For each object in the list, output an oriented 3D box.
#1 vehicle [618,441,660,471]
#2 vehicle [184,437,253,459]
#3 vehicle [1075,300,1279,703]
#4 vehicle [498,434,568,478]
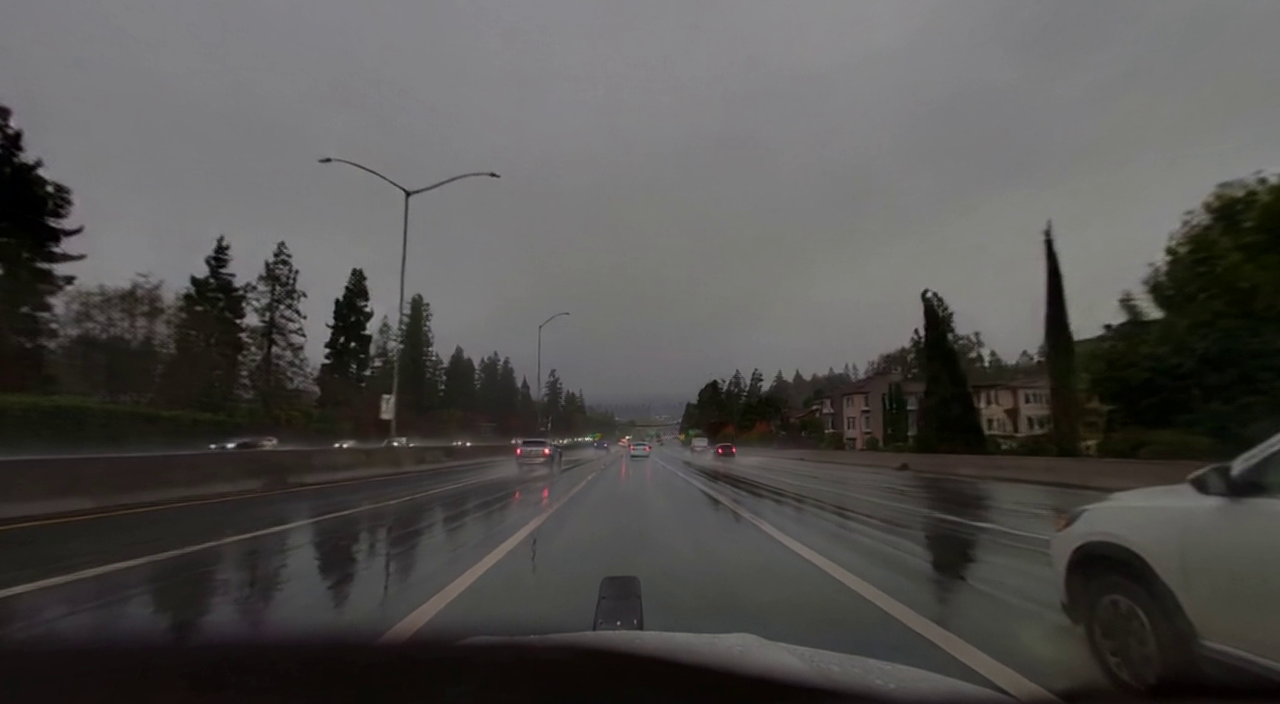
[{"bbox_3d":[-0.084,5.601,34.272,2.146,1.485,4.332,0,-9,-1],"label":"vehicle"},{"bbox_3d":[-32.681,7.463,49.225,1.969,1.644,4.969,1,-9,-1],"label":"vehicle"},{"bbox_3d":[3.640,0.505,0.772,2.463,1.851,5.122,0,-9,-1],"label":"vehicle"},{"bbox_3d":[-4.440,4.413,27.027,2.260,1.706,4.177,0,-9,0],"label":"vehicle"}]
